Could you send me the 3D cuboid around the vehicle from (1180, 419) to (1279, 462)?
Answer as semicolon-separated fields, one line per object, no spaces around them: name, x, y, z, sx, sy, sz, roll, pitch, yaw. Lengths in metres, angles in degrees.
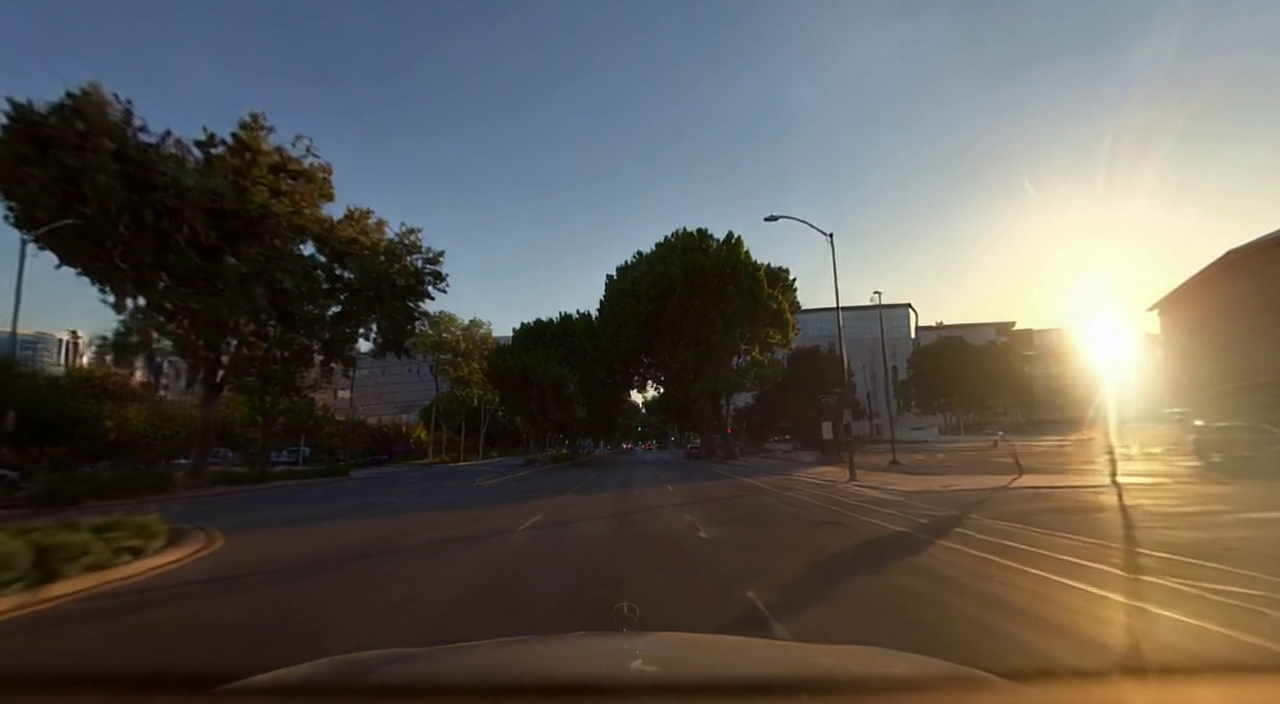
vehicle;22.421;3.181;22.612;1.834;1.444;4.703;0;-8;-3
